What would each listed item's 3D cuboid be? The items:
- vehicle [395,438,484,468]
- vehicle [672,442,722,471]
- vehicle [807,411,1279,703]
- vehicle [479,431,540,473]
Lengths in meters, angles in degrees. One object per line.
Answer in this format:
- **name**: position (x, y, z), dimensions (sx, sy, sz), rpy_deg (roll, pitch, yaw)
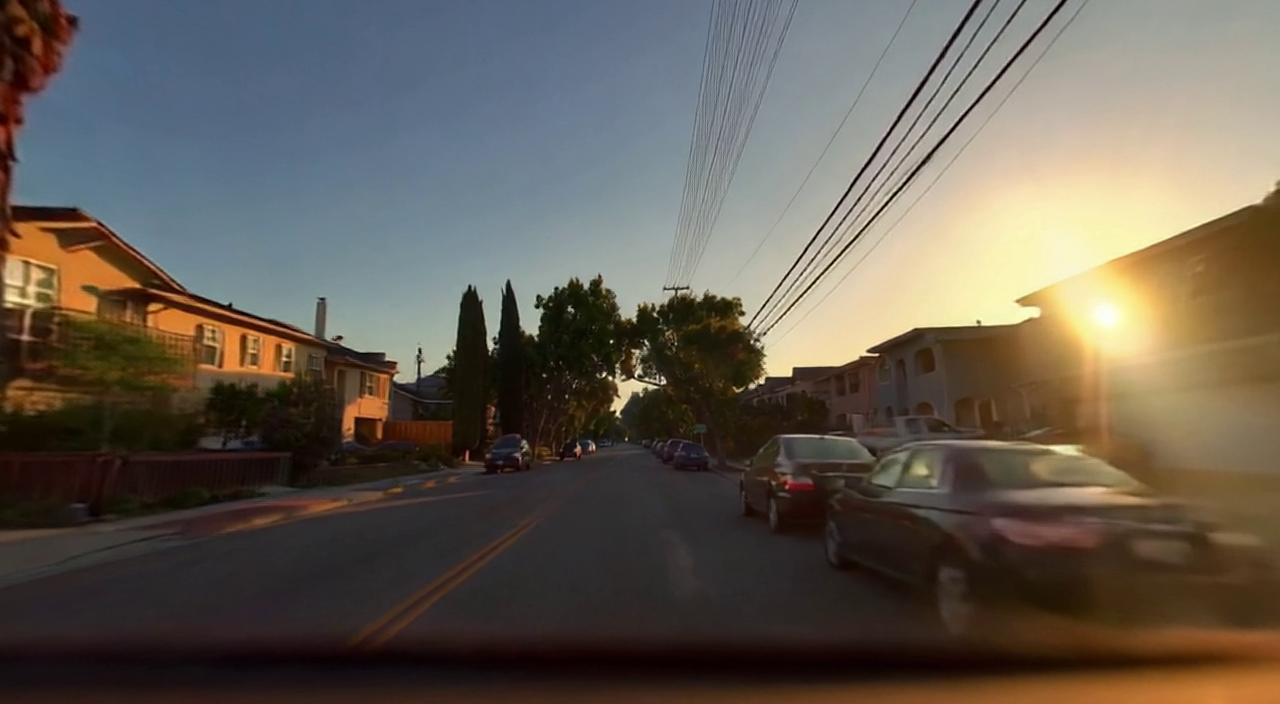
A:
- **vehicle**: position (-11.846, 5.960, 37.529), dimensions (4.529, 1.677, 2.204), rpy_deg (0, -8, 0)
- **vehicle**: position (2.694, 5.050, 30.690), dimensions (1.827, 1.286, 3.684), rpy_deg (1, -8, -5)
- **vehicle**: position (2.849, 1.306, 5.120), dimensions (1.870, 1.490, 3.802), rpy_deg (0, -8, -1)
- **vehicle**: position (-6.685, 5.247, 32.852), dimensions (2.156, 1.932, 4.518), rpy_deg (-2, -11, 1)
